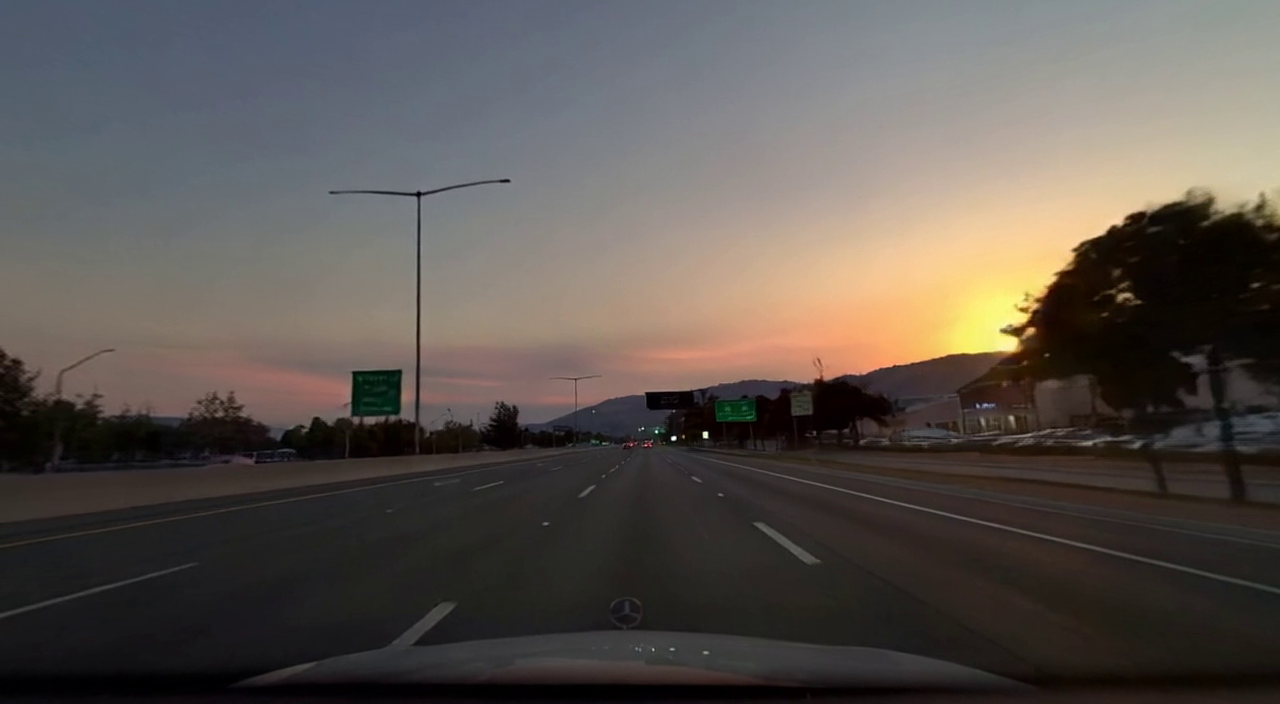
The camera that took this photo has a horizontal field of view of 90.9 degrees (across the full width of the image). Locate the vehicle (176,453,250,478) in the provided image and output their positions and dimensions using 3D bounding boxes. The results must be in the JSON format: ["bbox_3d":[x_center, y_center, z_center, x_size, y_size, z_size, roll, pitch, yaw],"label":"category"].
[{"bbox_3d":[-27.917,7.403,41.432,1.769,1.485,4.336,0,-8,1],"label":"vehicle"}]
